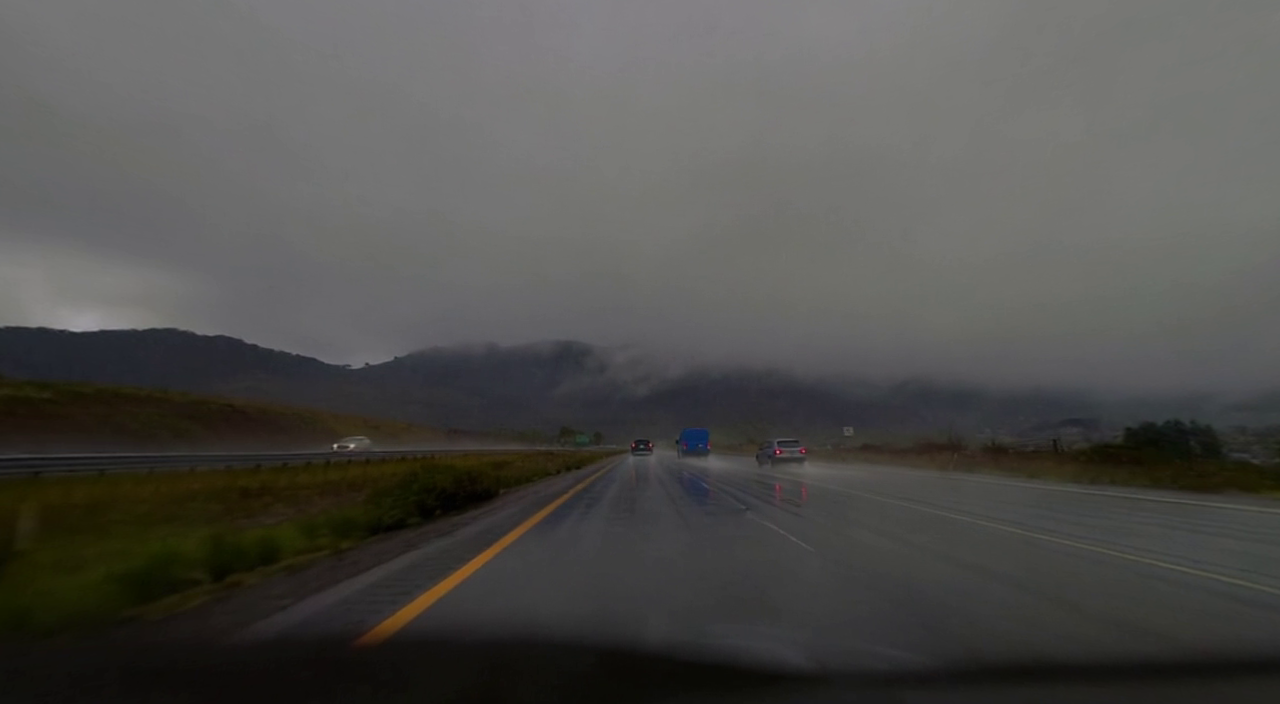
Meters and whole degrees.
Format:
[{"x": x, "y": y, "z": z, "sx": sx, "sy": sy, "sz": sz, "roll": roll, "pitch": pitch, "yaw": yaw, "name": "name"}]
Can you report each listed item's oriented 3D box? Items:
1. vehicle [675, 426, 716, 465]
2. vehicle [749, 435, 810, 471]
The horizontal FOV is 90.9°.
[{"x": 3.933, "y": 6.825, "z": 46.074, "sx": 2.302, "sy": 2.670, "sz": 6.176, "roll": 0, "pitch": -8, "yaw": -1, "name": "vehicle"}, {"x": 7.955, "y": 5.814, "z": 36.522, "sx": 2.240, "sy": 1.925, "sz": 4.854, "roll": 0, "pitch": -8, "yaw": -2, "name": "vehicle"}]
